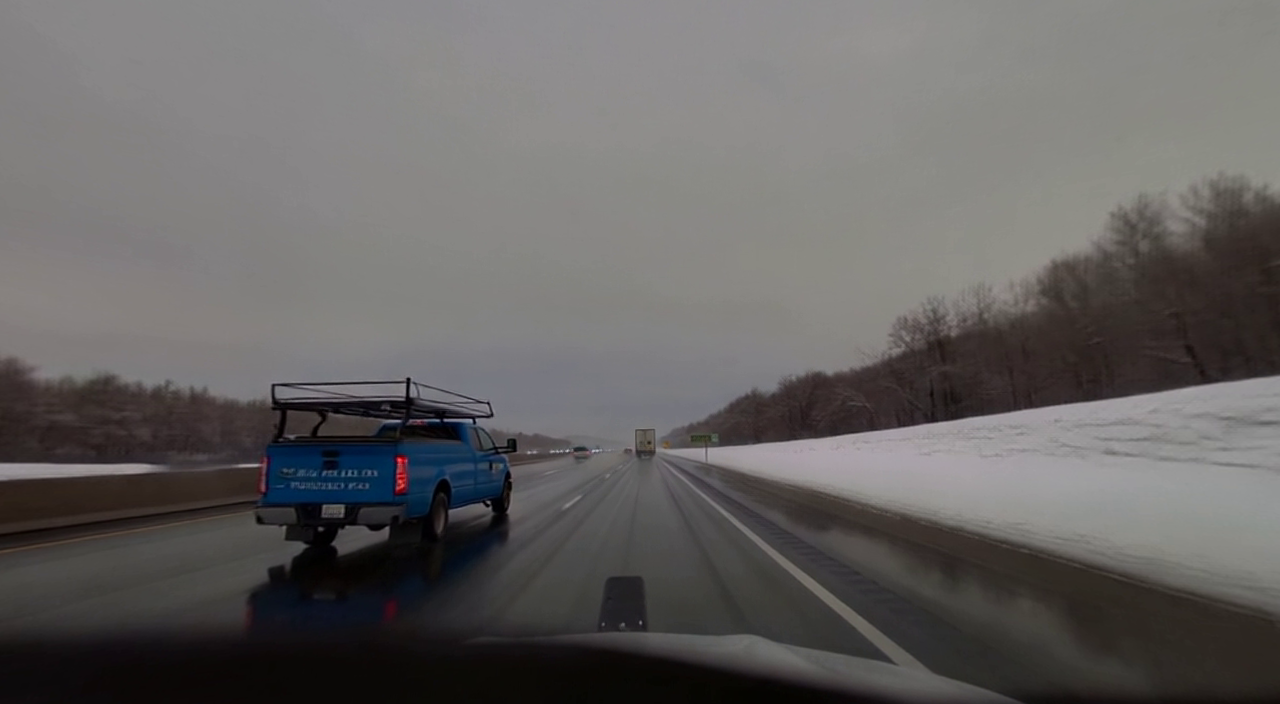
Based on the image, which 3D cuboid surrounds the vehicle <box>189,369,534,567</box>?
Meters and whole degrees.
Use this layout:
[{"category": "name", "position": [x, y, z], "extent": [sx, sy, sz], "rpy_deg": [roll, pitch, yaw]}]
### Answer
[{"category": "vehicle", "position": [-3.859, 1.864, 10.894], "extent": [2.791, 2.330, 6.725], "rpy_deg": [0, -8, 1]}]
